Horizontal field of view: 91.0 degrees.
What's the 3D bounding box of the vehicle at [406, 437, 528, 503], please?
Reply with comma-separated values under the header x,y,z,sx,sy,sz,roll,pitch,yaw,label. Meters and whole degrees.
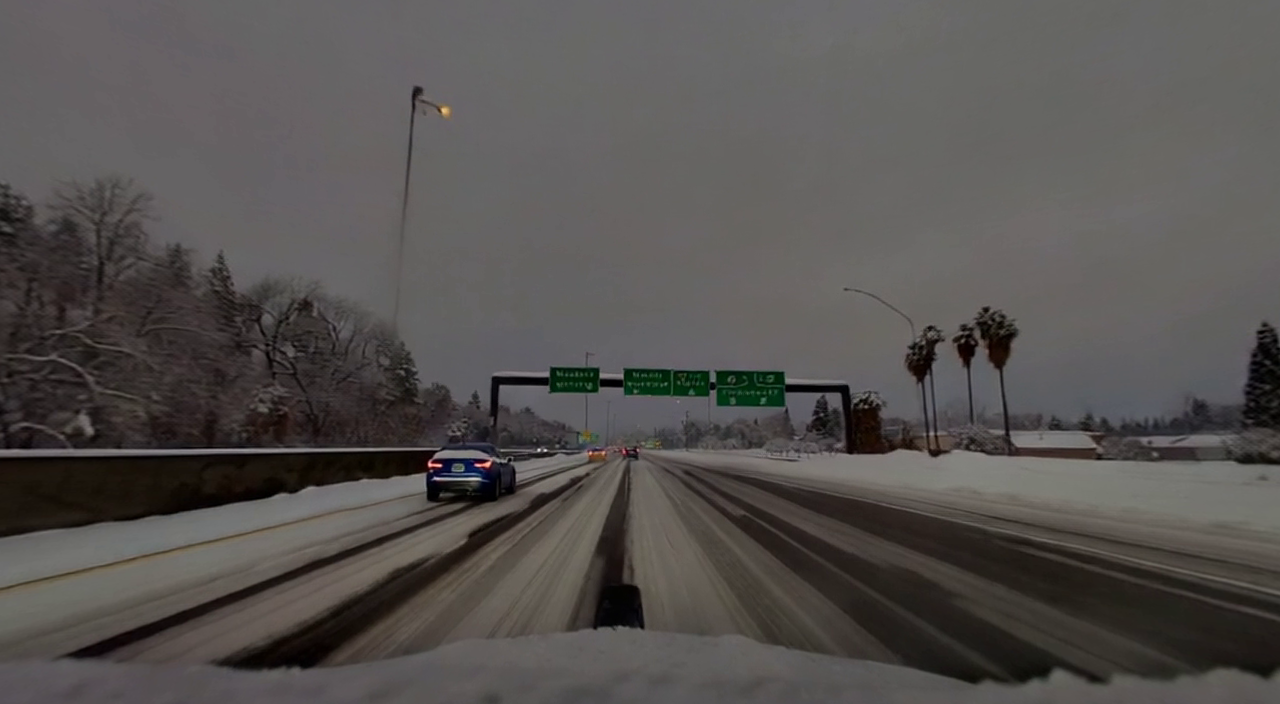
x,y,z,sx,sy,sz,roll,pitch,yaw,label
-4.449,3.087,16.917,2.120,1.537,4.139,0,-9,0,vehicle
